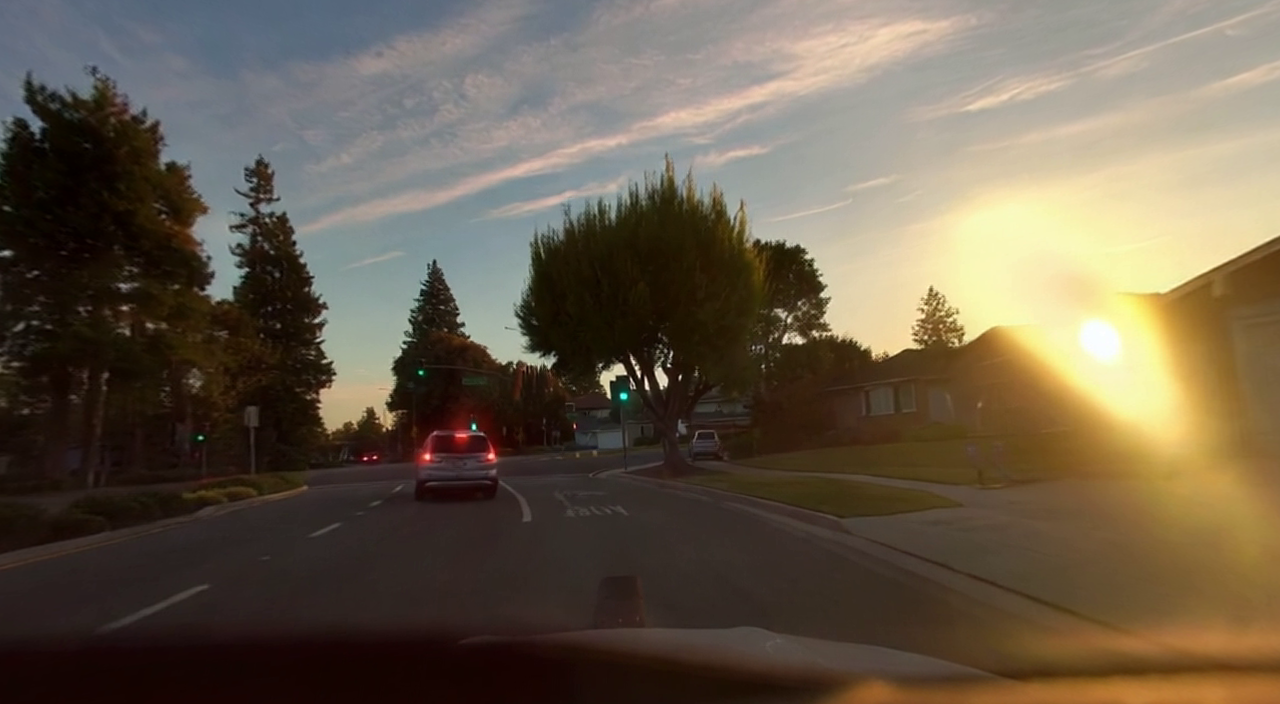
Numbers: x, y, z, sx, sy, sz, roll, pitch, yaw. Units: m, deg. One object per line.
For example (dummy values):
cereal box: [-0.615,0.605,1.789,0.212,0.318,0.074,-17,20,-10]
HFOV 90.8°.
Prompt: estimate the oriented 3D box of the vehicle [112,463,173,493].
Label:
vehicle: [-31.625,7.972,40.299,1.943,1.677,4.176,4,-9,-23]

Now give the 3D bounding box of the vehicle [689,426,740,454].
vehicle: [4.201,5.072,36.353,1.911,1.516,4.251,1,-8,-8]

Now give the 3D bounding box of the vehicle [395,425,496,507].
vehicle: [-4.676,2.723,15.534,1.990,1.707,4.225,2,-9,-15]
